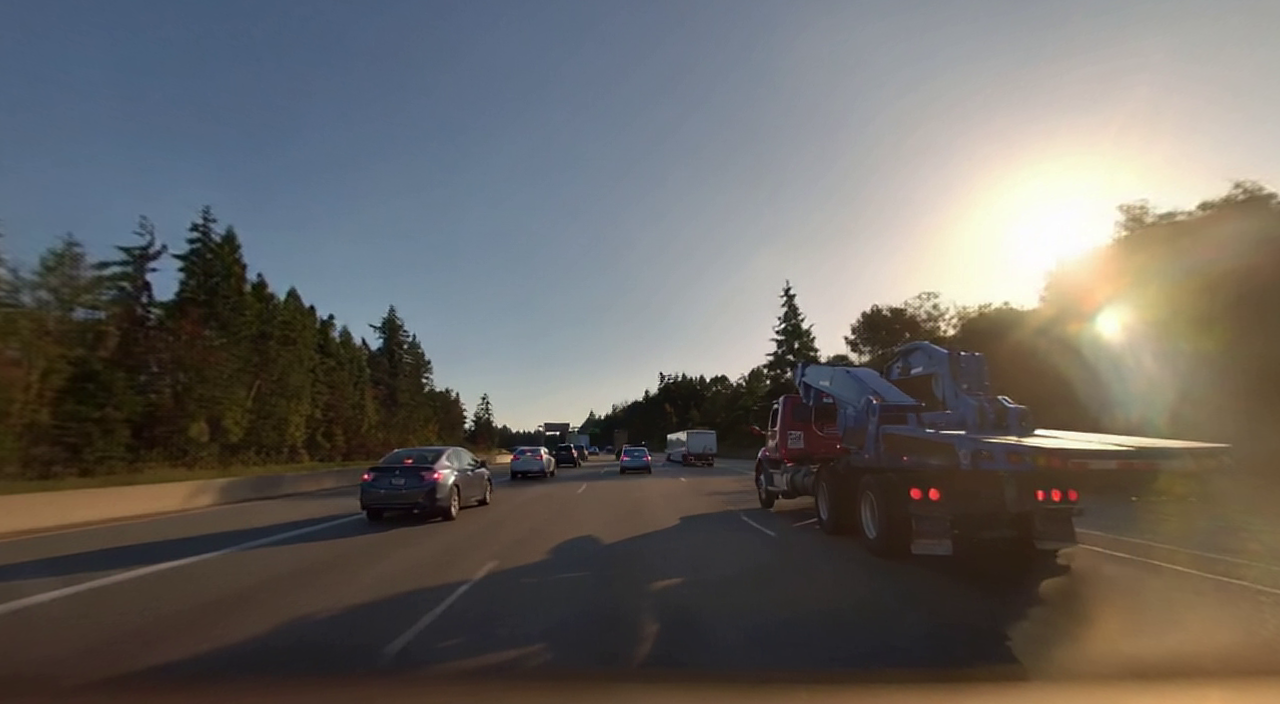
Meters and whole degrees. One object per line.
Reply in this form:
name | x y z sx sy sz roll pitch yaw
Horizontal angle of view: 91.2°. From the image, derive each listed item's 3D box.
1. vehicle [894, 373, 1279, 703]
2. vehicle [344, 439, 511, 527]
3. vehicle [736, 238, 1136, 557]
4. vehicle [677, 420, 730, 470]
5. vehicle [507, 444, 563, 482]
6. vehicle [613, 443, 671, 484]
vehicle | 4.071 1.081 3.834 2.599 1.631 5.693 0 -9 -1
vehicle | -4.223 2.674 13.403 1.880 1.507 4.757 0 -9 0
vehicle | 3.923 1.093 11.311 2.975 3.618 8.456 0 -9 0
vehicle | 3.886 5.940 39.921 2.416 2.829 7.016 0 -9 -2
vehicle | -4.601 4.919 28.022 1.858 1.527 3.974 0 -9 0
vehicle | -0.004 4.455 25.352 2.150 1.498 3.988 0 -9 -2
